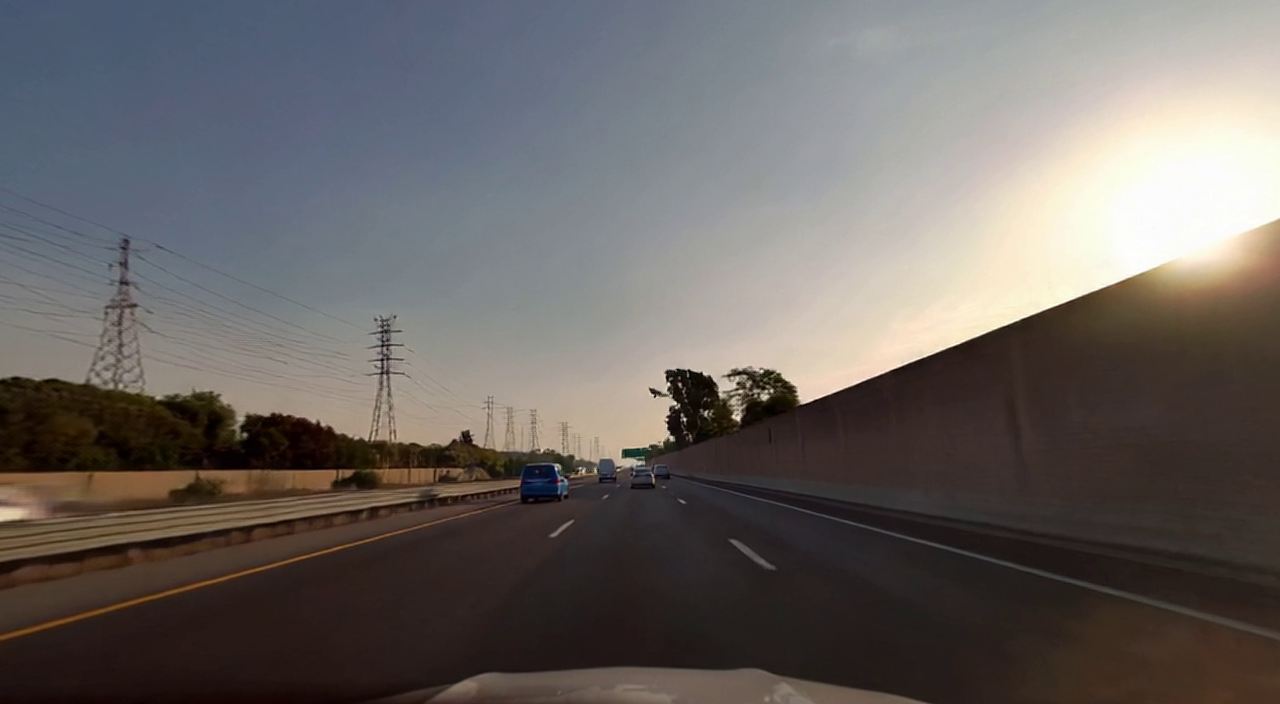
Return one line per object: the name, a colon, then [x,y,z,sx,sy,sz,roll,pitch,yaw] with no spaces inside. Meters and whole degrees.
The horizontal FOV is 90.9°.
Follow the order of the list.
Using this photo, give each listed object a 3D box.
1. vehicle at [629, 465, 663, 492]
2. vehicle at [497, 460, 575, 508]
vehicle: [0.337,7.748,38.683,2.006,1.554,3.863,1,-11,-1]
vehicle: [-3.671,4.800,23.072,2.023,1.541,4.543,1,-11,0]
